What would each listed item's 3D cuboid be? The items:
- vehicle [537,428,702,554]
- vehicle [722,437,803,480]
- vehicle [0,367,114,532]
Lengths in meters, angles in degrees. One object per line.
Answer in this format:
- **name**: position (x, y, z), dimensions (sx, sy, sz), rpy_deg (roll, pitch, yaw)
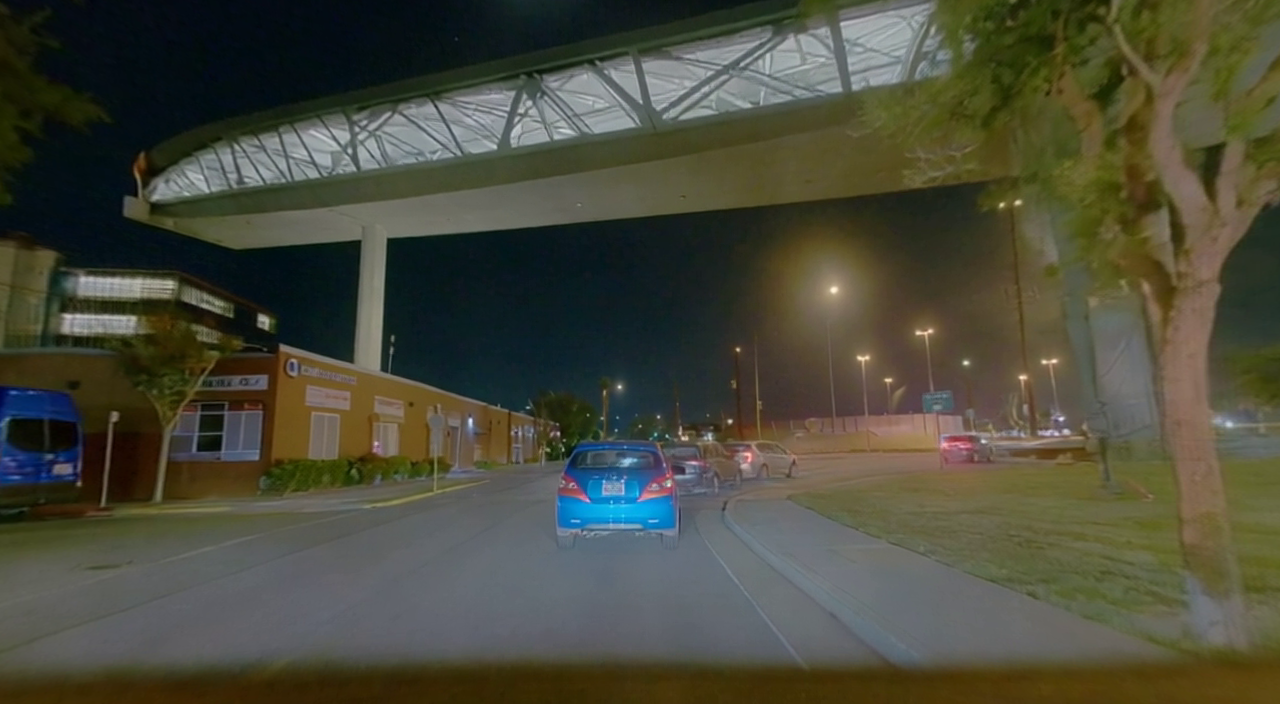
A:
- **vehicle**: position (-0.181, 2.110, 10.391), dimensions (2.087, 1.578, 4.652), rpy_deg (0, -9, 2)
- **vehicle**: position (5.584, 4.743, 28.441), dimensions (1.995, 1.762, 4.310), rpy_deg (-6, -10, 33)
- **vehicle**: position (-13.500, 1.779, 11.483), dimensions (5.356, 2.762, 2.644), rpy_deg (0, -9, 0)
